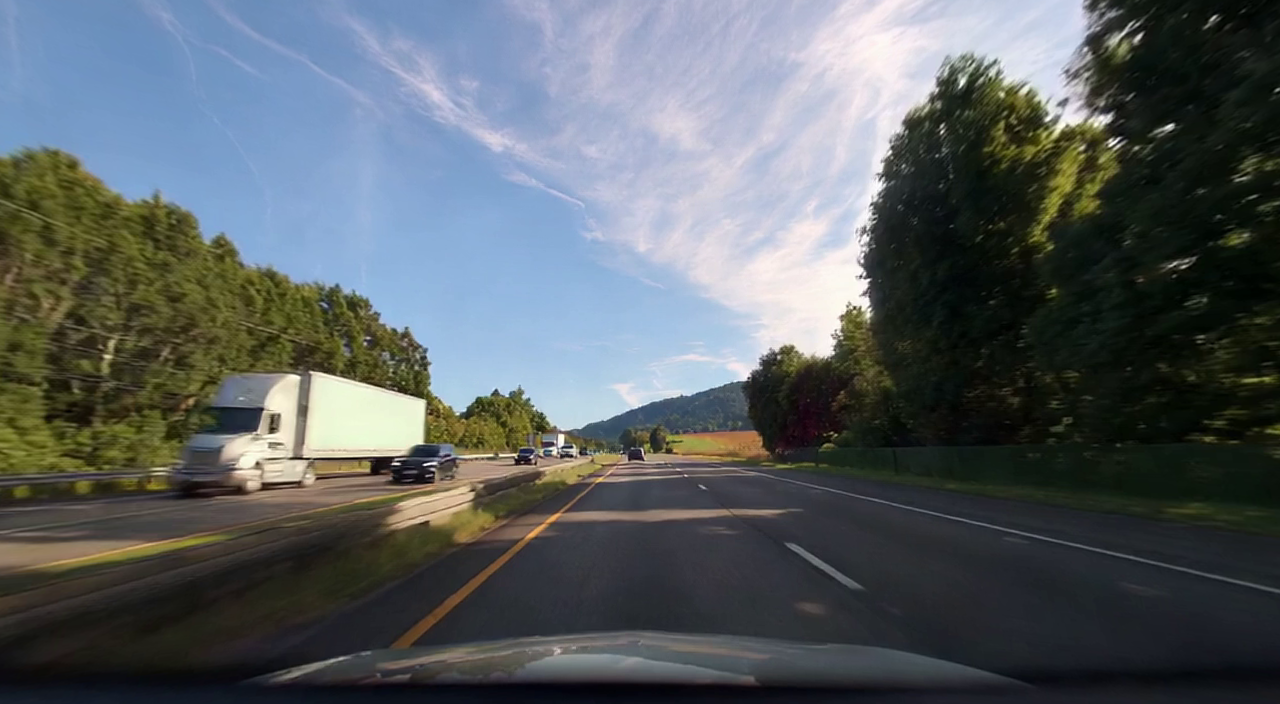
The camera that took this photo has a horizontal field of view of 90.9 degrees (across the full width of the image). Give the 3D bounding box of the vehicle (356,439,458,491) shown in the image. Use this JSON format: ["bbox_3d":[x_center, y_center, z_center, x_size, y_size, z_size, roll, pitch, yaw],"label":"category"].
[{"bbox_3d":[-8.293,4.044,22.884,2.079,1.693,4.226,0,-9,0],"label":"vehicle"}]

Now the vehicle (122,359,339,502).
[{"bbox_3d":[-12.881,2.640,20.649,2.927,4.012,5.823,0,-9,0],"label":"vehicle"}]
